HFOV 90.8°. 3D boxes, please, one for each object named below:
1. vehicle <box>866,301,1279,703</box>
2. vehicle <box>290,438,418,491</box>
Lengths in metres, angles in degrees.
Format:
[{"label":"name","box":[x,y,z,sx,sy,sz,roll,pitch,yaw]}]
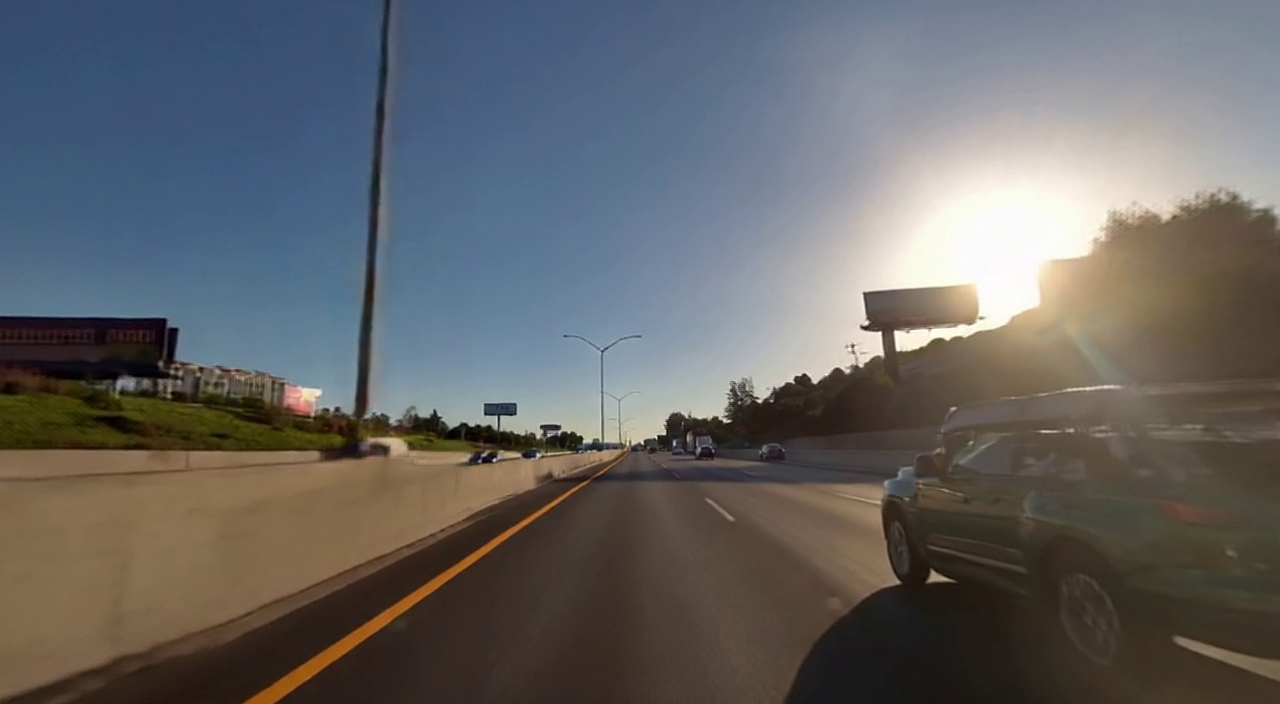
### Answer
[{"label":"vehicle","box":[3.143,0.927,3.701,1.973,1.710,4.476,0,-9,0]},{"label":"vehicle","box":[-11.079,4.389,25.109,2.327,1.801,5.846,0,-9,0]}]
